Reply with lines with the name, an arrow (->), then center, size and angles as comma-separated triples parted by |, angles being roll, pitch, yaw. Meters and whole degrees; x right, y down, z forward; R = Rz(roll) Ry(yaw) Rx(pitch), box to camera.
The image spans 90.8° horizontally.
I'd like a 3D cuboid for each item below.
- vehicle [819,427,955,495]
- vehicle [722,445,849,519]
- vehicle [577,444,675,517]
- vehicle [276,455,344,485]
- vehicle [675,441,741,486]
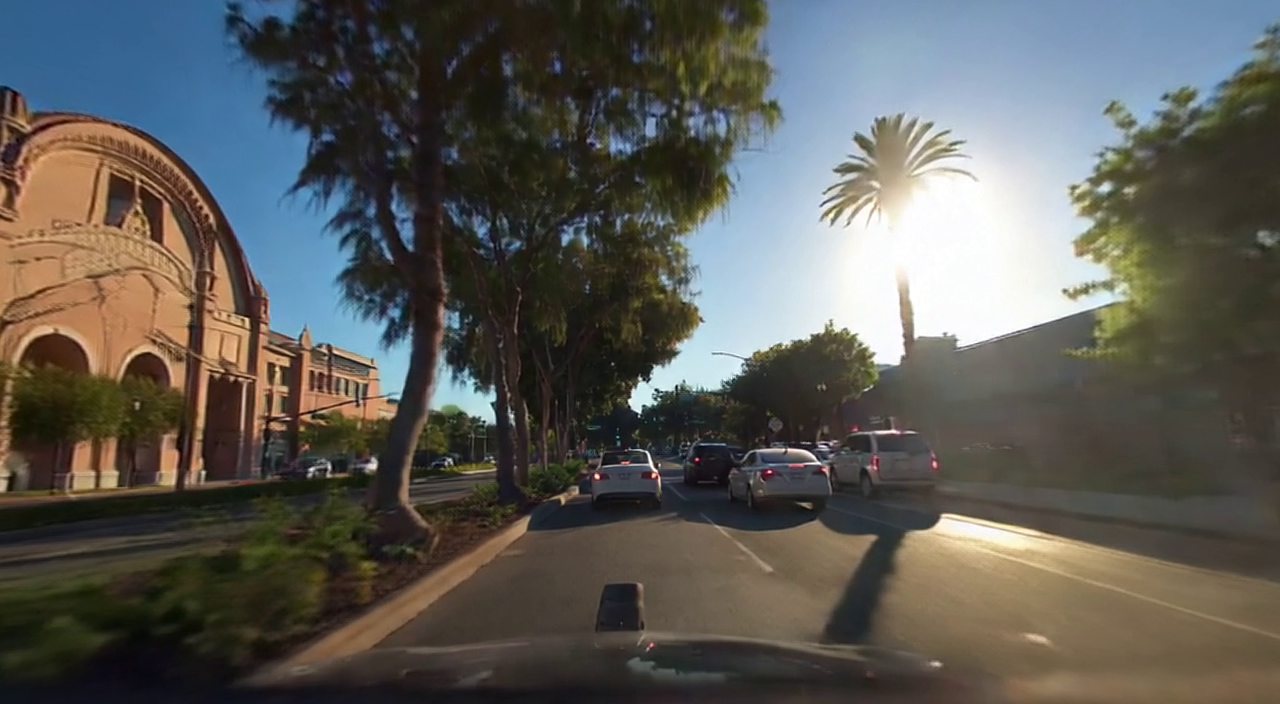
vehicle -> 7.916, 3.525, 20.966 | 2.200, 1.933, 5.123 | 0, -8, -3
vehicle -> 3.201, 2.926, 14.829 | 1.833, 1.465, 4.258 | 0, -8, -2
vehicle -> -0.322, 2.995, 15.238 | 2.050, 1.521, 3.747 | 0, -8, -1
vehicle -> -21.566, 7.696, 41.484 | 1.955, 1.770, 4.700 | 0, -8, -1
vehicle -> 3.094, 5.295, 30.704 | 2.127, 1.854, 7.971 | 0, -8, -1
